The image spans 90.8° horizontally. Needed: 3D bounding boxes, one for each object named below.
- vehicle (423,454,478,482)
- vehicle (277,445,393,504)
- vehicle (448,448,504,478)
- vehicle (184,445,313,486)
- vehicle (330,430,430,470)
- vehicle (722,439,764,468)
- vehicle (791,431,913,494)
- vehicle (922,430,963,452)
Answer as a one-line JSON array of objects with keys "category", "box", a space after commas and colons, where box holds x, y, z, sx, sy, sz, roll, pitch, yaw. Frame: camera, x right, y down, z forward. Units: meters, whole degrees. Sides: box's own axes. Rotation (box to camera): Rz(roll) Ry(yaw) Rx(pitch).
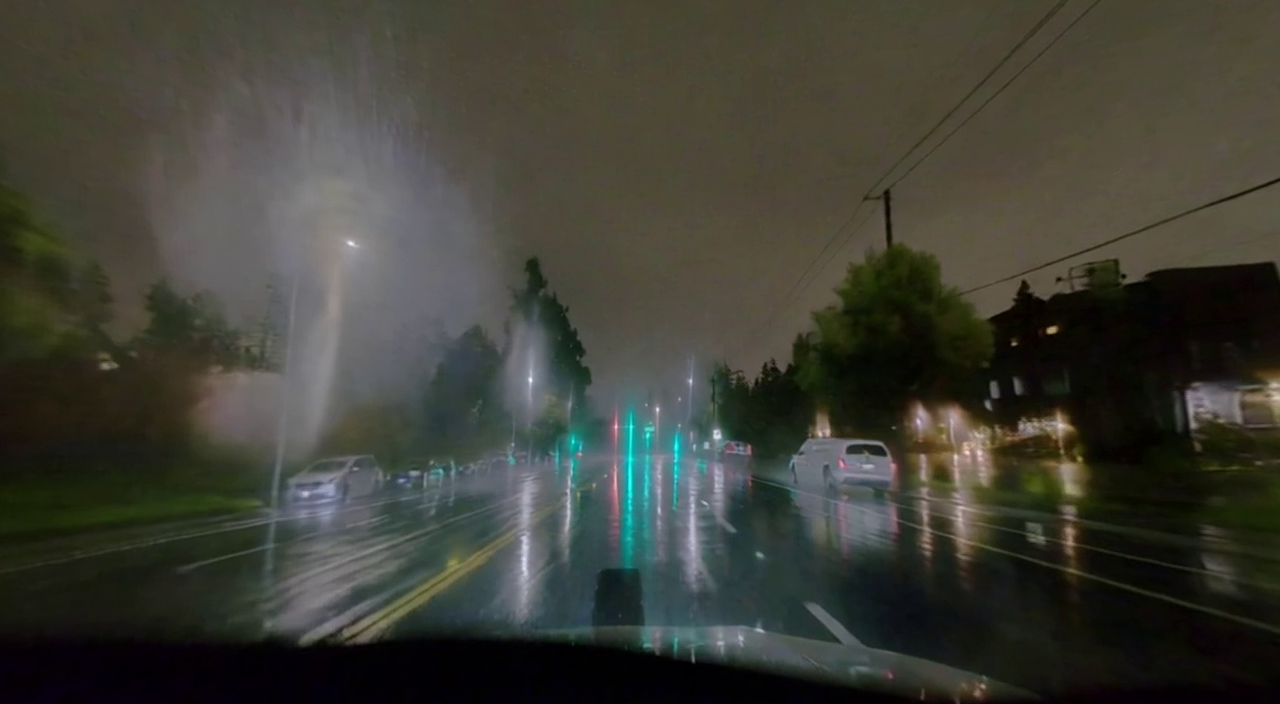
[{"category": "vehicle", "box": [-10.758, 6.594, 36.131, 1.838, 1.450, 4.317, 0, -8, 0]}, {"category": "vehicle", "box": [-10.723, 4.319, 22.626, 1.996, 1.781, 4.139, -3, -9, 2]}, {"category": "vehicle", "box": [-10.664, 7.215, 41.468, 2.050, 1.769, 5.585, -1, -9, 1]}, {"category": "vehicle", "box": [-18.508, 5.378, 30.017, 4.699, 1.853, 2.095, -1, -8, 2]}, {"category": "vehicle", "box": [-20.466, 7.756, 50.000, 6.604, 3.012, 2.656, 0, -9, 1]}, {"category": "vehicle", "box": [7.362, 7.329, 45.760, 2.103, 1.912, 4.892, 0, -9, -1]}, {"category": "vehicle", "box": [7.414, 3.926, 22.986, 2.224, 1.956, 6.057, 0, -8, -1]}, {"category": "vehicle", "box": [22.218, 6.568, 46.527, 1.859, 1.480, 4.723, -3, -8, 15]}]
